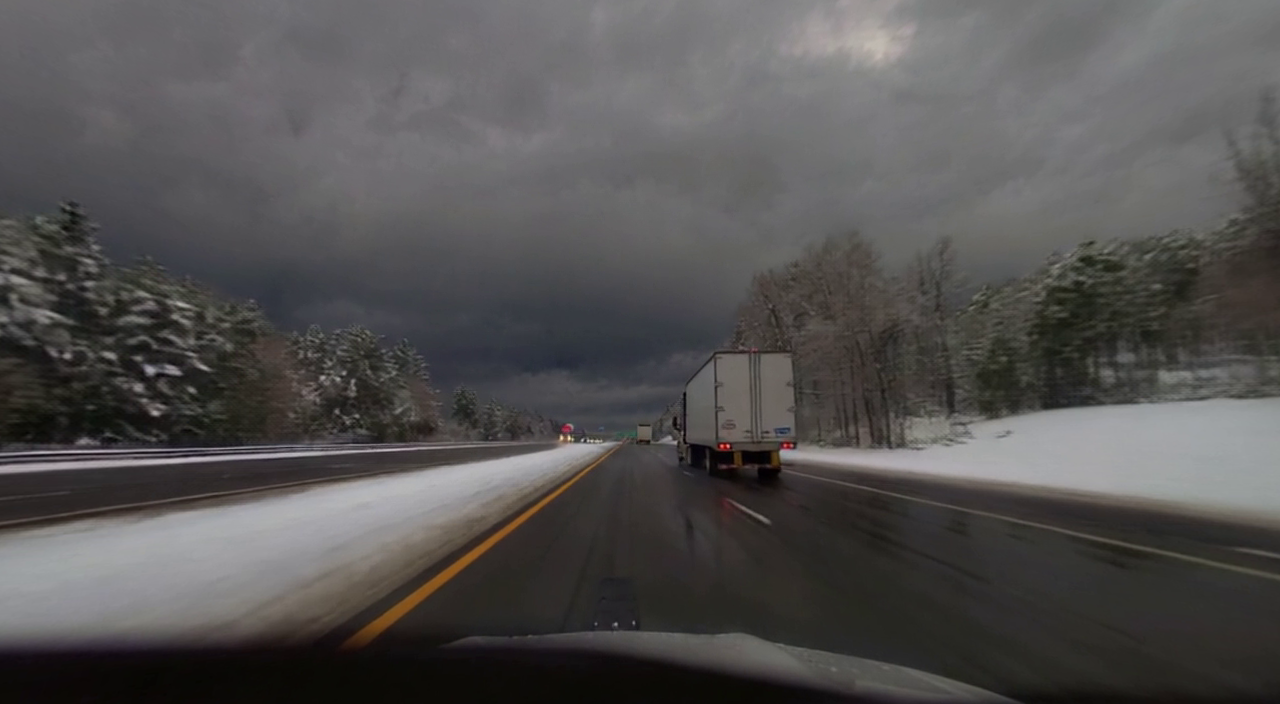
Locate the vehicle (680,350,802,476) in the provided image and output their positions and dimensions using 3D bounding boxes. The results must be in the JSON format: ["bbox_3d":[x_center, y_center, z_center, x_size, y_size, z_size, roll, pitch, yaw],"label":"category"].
[{"bbox_3d":[3.550,2.659,25.453,2.911,3.994,10.840,0,-8,-1],"label":"vehicle"}]
